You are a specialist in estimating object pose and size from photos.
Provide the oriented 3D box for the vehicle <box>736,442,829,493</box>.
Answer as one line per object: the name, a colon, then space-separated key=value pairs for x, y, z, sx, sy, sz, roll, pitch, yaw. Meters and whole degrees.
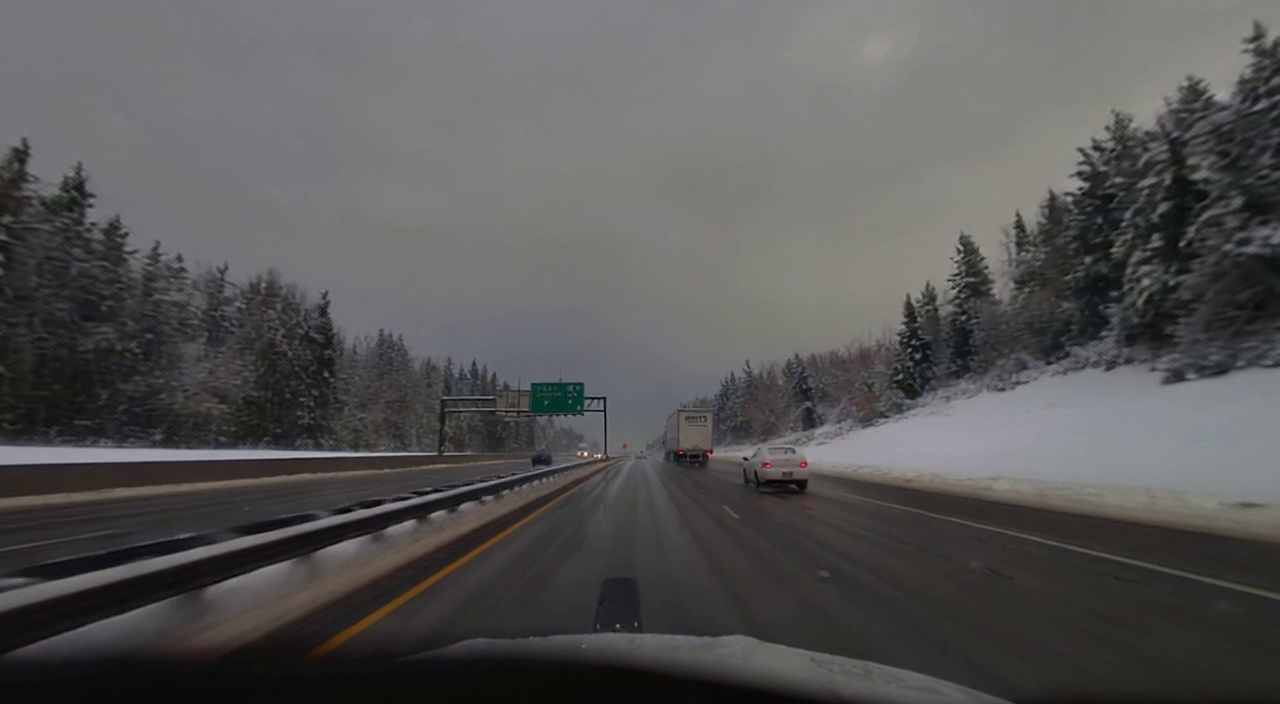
vehicle: x=4.476 y=3.701 z=20.438 sx=1.917 sy=1.471 sz=4.149 roll=0 pitch=-9 yaw=-2
